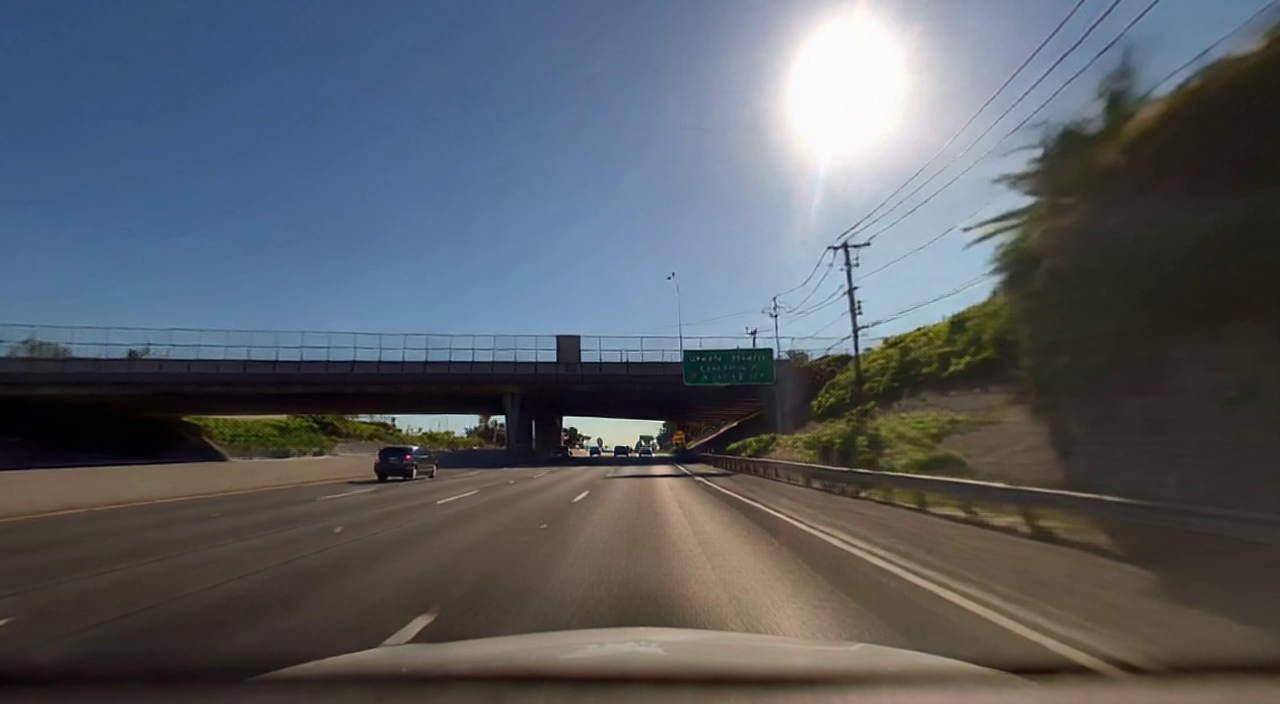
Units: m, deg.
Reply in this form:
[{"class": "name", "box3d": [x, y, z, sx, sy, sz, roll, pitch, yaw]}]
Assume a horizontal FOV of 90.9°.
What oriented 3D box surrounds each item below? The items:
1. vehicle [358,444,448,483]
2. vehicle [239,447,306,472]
[{"class": "vehicle", "box3d": [-10.024, 4.724, 27.110, 2.056, 1.476, 4.562, -1, -8, 1]}, {"class": "vehicle", "box3d": [-23.312, 6.822, 40.195, 1.839, 1.504, 3.977, -1, -8, 1]}]
